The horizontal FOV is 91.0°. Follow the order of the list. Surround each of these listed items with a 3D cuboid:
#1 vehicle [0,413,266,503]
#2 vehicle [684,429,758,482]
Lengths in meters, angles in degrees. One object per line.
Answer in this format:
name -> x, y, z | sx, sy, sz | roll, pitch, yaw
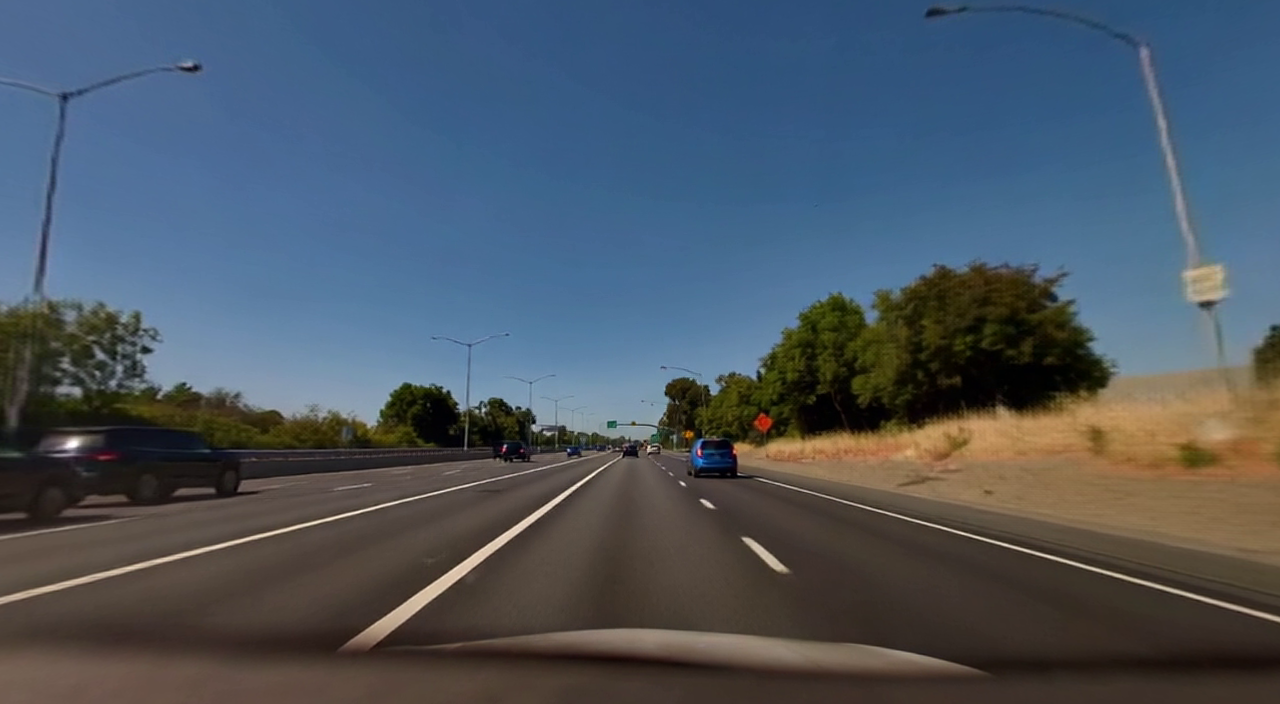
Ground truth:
vehicle -> -14.882, 3.183, 19.349 | 2.736, 2.262, 6.533 | 0, -8, 0
vehicle -> 3.095, 4.124, 25.246 | 2.184, 1.892, 4.763 | 0, -8, -2
